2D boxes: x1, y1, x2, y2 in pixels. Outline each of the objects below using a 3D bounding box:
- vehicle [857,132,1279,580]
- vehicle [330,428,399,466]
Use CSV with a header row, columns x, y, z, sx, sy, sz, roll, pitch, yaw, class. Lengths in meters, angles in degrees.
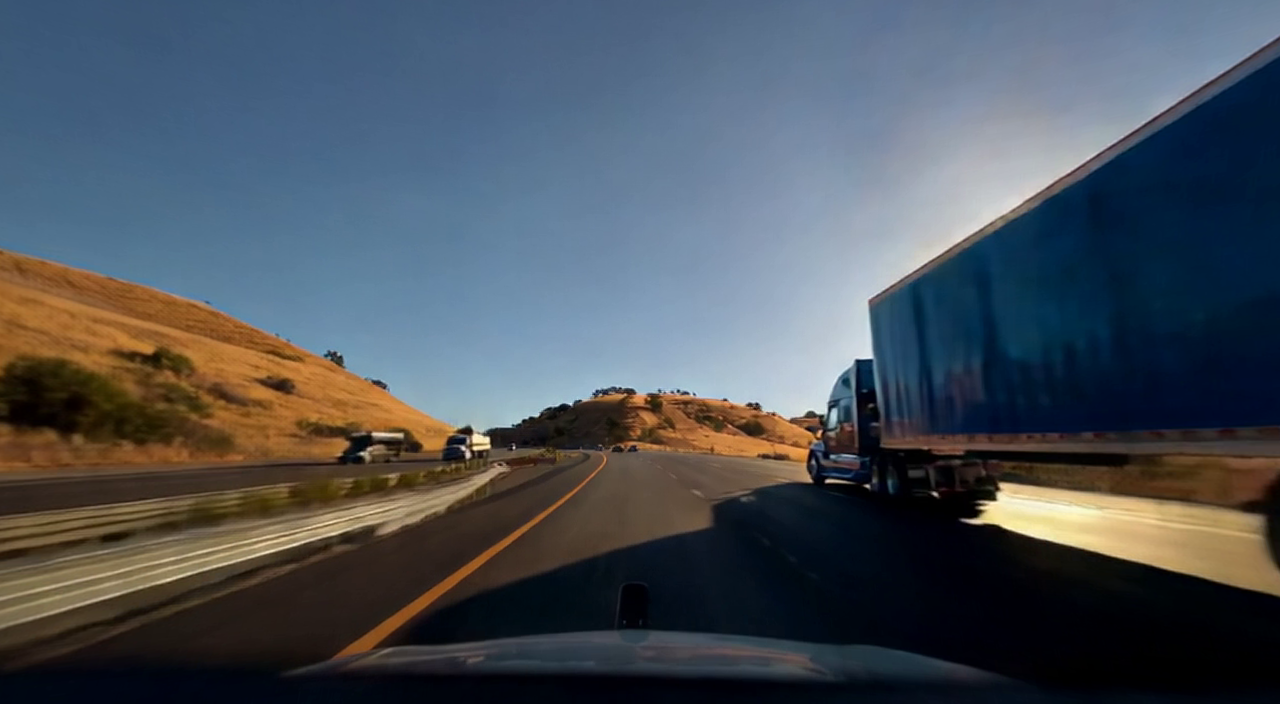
x,y,z,sx,sy,sz,roll,pitch,yaw,class
7.487,0.493,9.093,2.923,4.182,16.345,0,-8,0,vehicle
-19.402,6.741,44.797,2.356,2.463,5.796,0,-8,-2,vehicle
